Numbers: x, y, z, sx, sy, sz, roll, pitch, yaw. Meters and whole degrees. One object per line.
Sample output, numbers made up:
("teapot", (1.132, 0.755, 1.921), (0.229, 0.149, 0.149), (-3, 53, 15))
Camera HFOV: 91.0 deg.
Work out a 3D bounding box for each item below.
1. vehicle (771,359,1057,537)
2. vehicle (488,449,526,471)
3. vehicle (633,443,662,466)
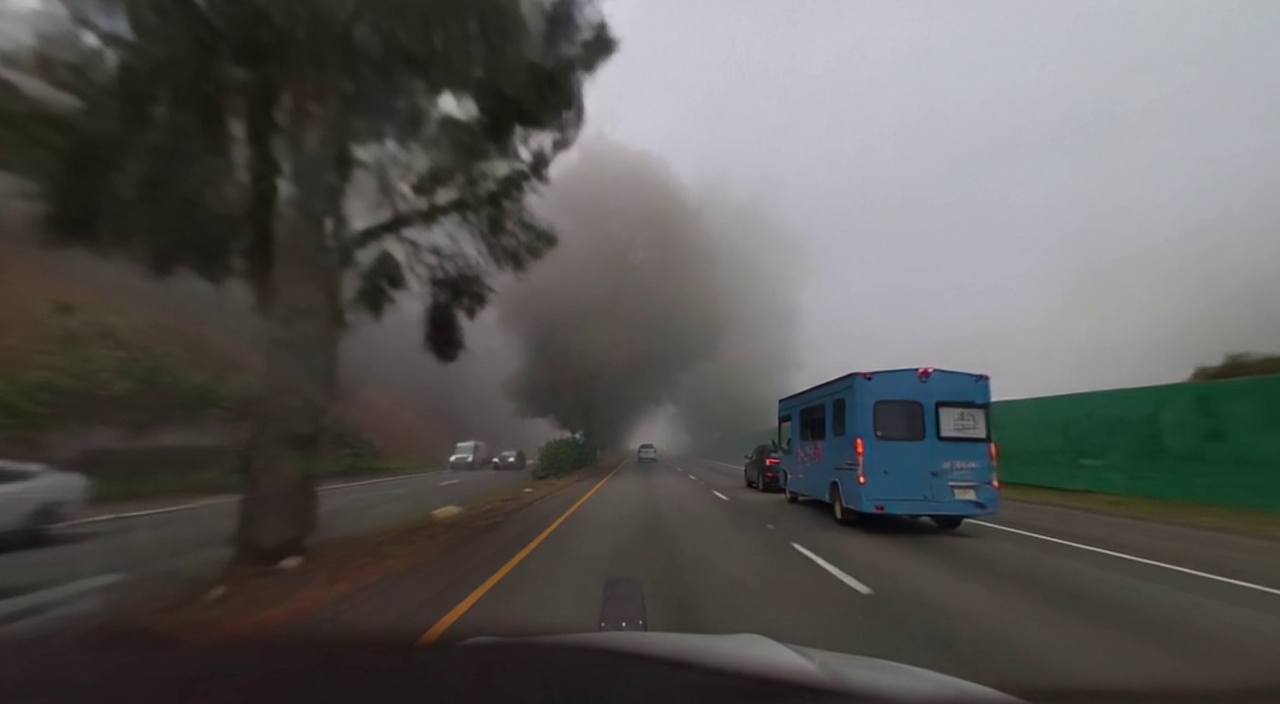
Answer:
("vehicle", (4.830, 1.939, 13.005), (2.712, 2.659, 6.992), (0, -8, 0))
("vehicle", (-9.772, 7.962, 46.411), (1.914, 1.495, 3.809), (0, -8, 0))
("vehicle", (0.562, 7.526, 46.301), (2.030, 1.572, 4.067), (0, -8, 0))
